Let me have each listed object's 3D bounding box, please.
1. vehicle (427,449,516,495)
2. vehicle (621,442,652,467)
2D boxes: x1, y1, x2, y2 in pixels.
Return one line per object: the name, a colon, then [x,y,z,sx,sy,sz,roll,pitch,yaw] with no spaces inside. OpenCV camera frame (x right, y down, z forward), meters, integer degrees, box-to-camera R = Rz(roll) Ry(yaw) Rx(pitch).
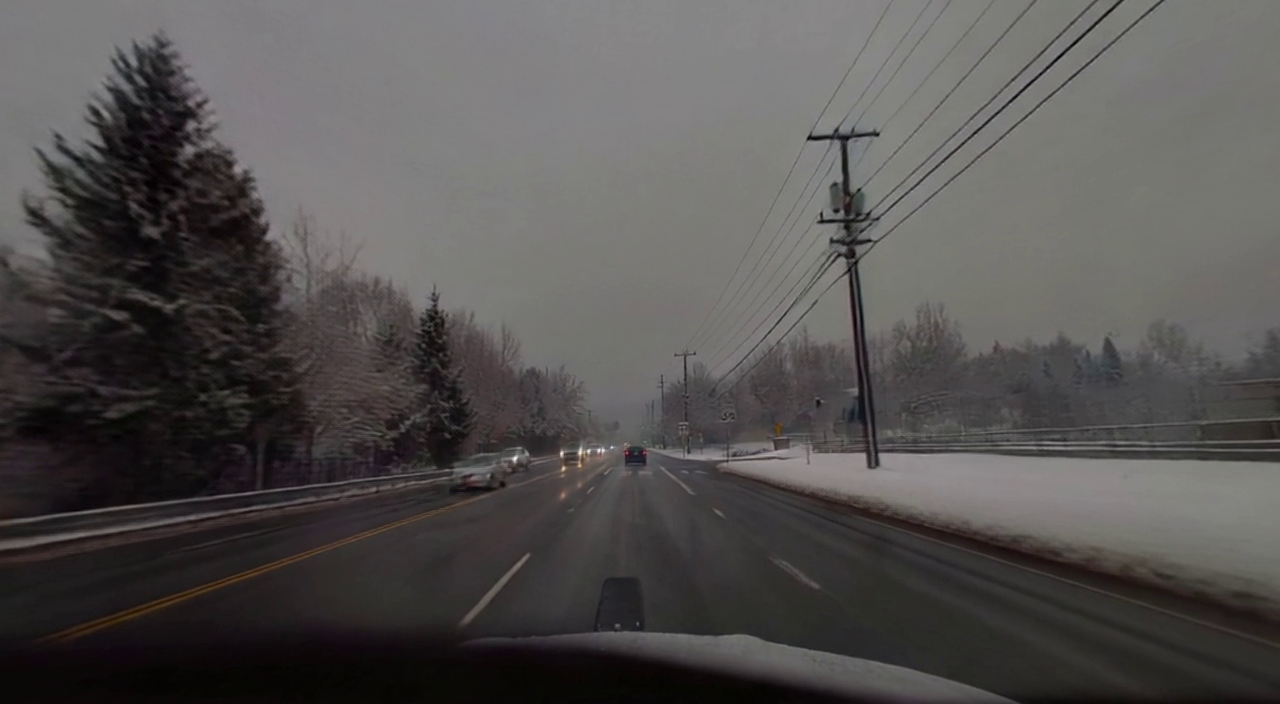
vehicle: [-5.908,4.245,22.779,2.030,1.445,4.321,-1,-8,0]
vehicle: [-0.327,7.522,46.478,2.163,1.746,4.073,0,-8,-2]
